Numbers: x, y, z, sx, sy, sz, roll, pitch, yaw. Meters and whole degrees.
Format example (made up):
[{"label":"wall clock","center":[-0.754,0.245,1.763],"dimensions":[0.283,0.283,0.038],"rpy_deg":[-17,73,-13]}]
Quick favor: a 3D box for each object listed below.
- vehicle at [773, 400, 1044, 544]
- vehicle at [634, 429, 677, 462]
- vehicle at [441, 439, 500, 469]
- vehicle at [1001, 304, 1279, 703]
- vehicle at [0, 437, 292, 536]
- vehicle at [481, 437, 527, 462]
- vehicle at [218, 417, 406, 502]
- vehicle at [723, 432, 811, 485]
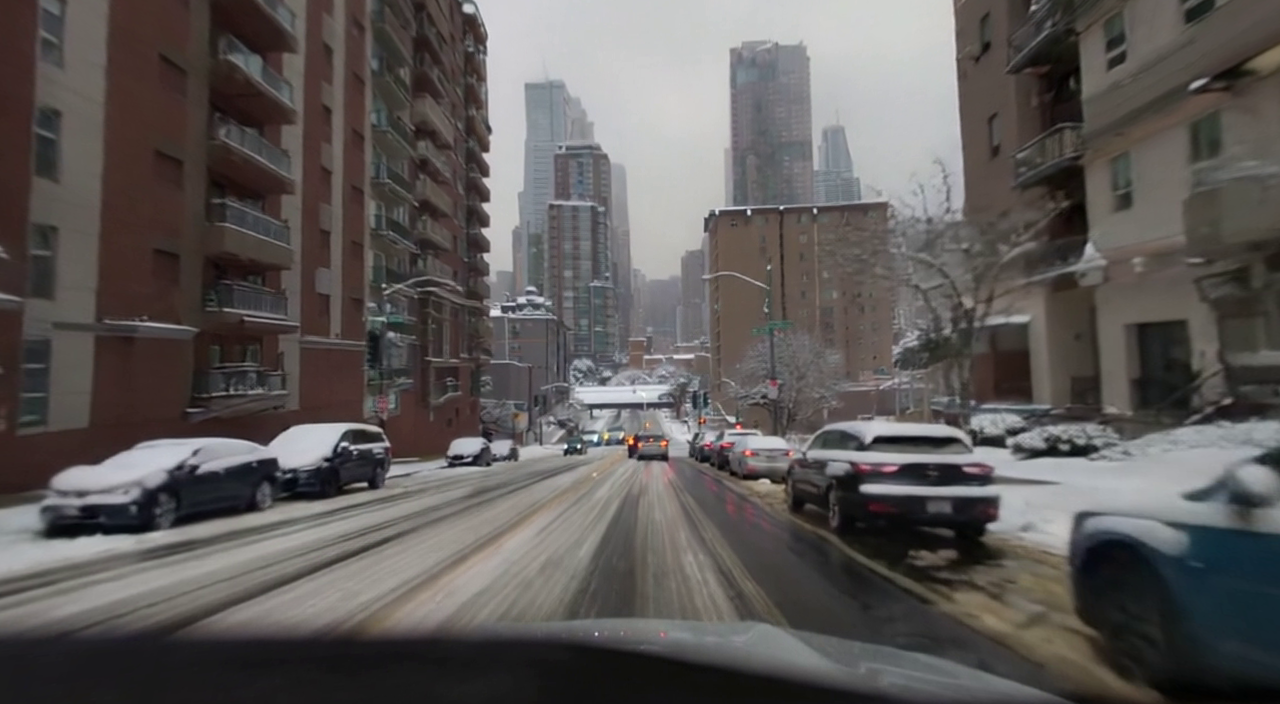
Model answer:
[{"label":"vehicle","center":[3.876,1.836,10.343],"dimensions":[2.260,1.789,4.810],"rpy_deg":[0,-8,-1]},{"label":"vehicle","center":[0.853,5.235,35.296],"dimensions":[2.261,1.740,4.065],"rpy_deg":[0,-8,1]},{"label":"vehicle","center":[-8.892,5.394,33.527],"dimensions":[2.021,1.474,4.337],"rpy_deg":[0,-8,-1]},{"label":"vehicle","center":[3.775,0.653,1.936],"dimensions":[2.327,1.864,4.981],"rpy_deg":[0,-8,0]},{"label":"vehicle","center":[-9.269,2.476,12.374],"dimensions":[2.089,1.549,4.597],"rpy_deg":[-1,-8,2]},{"label":"vehicle","center":[-8.893,6.407,41.482],"dimensions":[2.002,1.546,4.339],"rpy_deg":[0,-8,0]},{"label":"vehicle","center":[-9.067,3.030,18.234],"dimensions":[2.457,2.048,5.461],"rpy_deg":[0,-8,0]},{"label":"vehicle","center":[3.873,3.330,20.044],"dimensions":[2.033,1.470,4.502],"rpy_deg":[0,-8,2]}]
